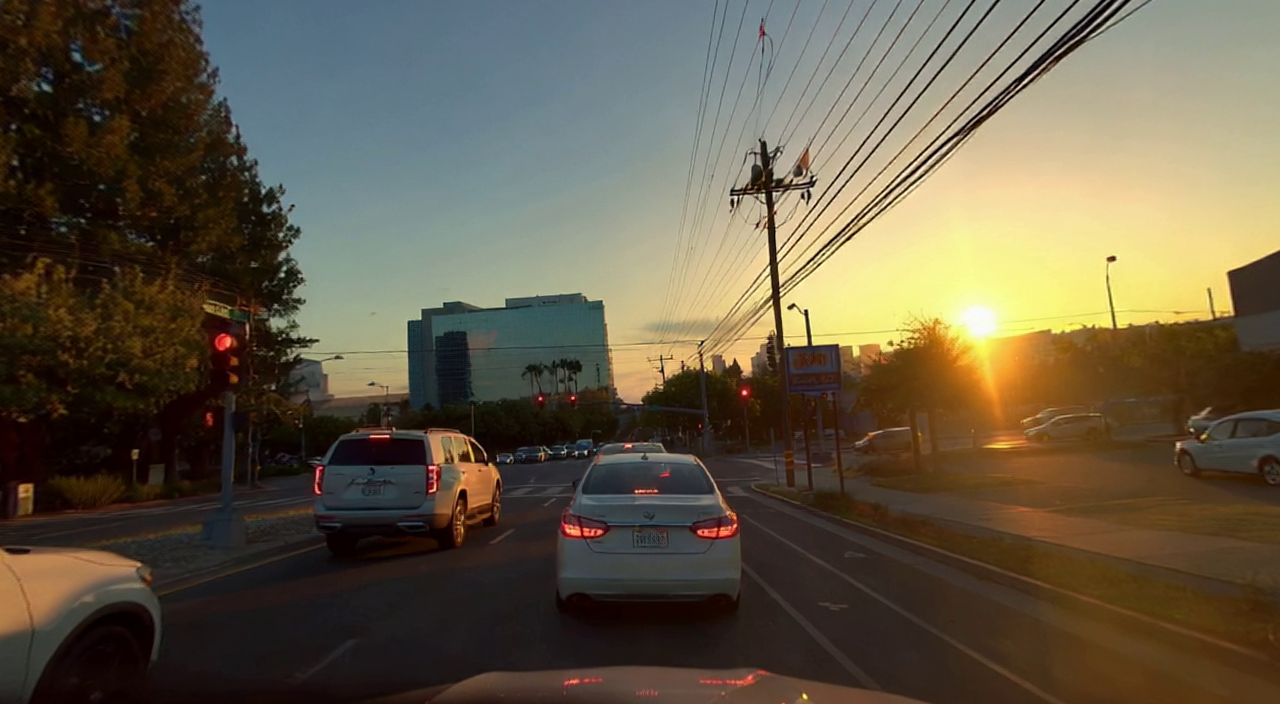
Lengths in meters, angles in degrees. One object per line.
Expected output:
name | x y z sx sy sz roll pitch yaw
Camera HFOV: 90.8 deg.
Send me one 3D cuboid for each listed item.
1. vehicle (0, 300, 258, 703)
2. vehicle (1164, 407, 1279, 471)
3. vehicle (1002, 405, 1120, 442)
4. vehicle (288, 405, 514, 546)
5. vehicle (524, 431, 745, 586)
vehicle | -3.593 0.633 1.522 2.085 1.943 5.053 0 -8 1
vehicle | 17.029 2.541 18.286 1.858 1.622 4.491 -5 -10 28
vehicle | 26.850 4.636 40.502 5.782 2.286 2.223 -1 -9 4
vehicle | -3.848 2.089 11.371 2.147 1.963 4.927 0 -8 0
vehicle | -0.103 1.804 8.146 2.121 1.474 3.968 0 -8 -2
